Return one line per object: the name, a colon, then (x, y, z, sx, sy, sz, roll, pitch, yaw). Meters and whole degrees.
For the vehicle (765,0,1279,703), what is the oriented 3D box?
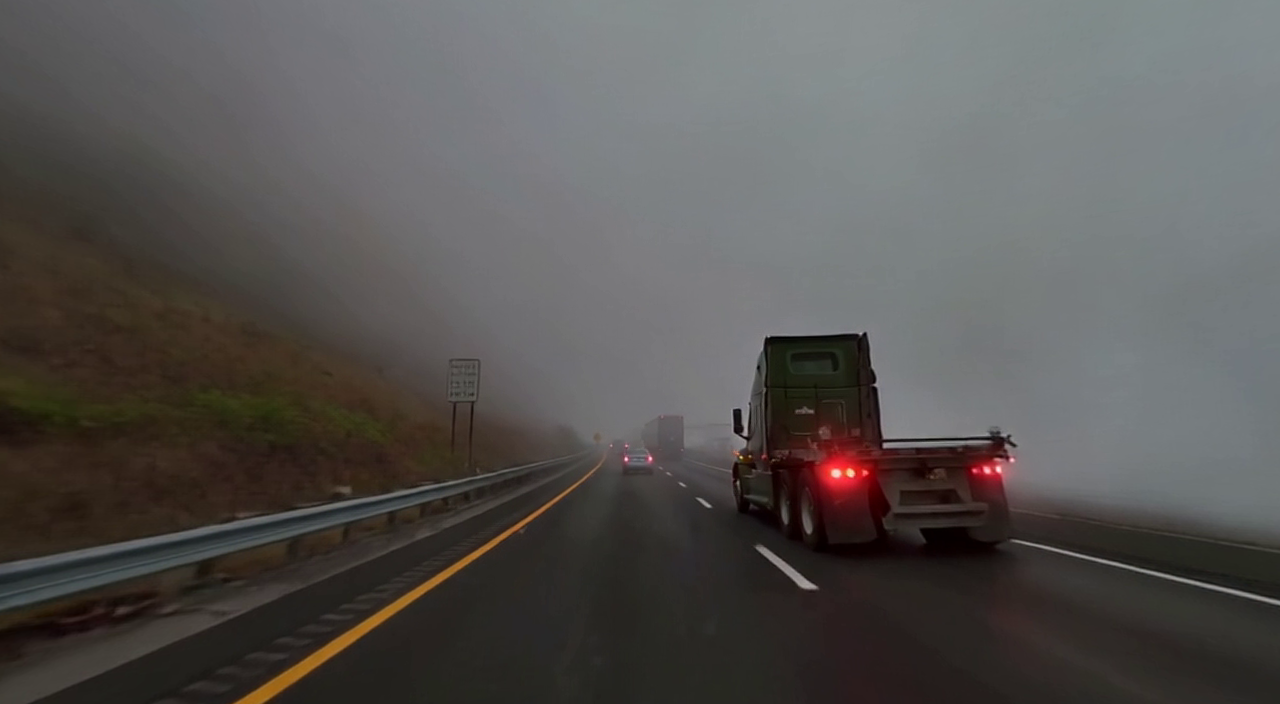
vehicle: (3.610, -0.050, 3.865, 2.874, 4.065, 14.243, 0, -9, 0)

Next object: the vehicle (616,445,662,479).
vehicle: (-0.069, 4.888, 28.245, 1.927, 1.437, 3.794, 0, -9, -1)
